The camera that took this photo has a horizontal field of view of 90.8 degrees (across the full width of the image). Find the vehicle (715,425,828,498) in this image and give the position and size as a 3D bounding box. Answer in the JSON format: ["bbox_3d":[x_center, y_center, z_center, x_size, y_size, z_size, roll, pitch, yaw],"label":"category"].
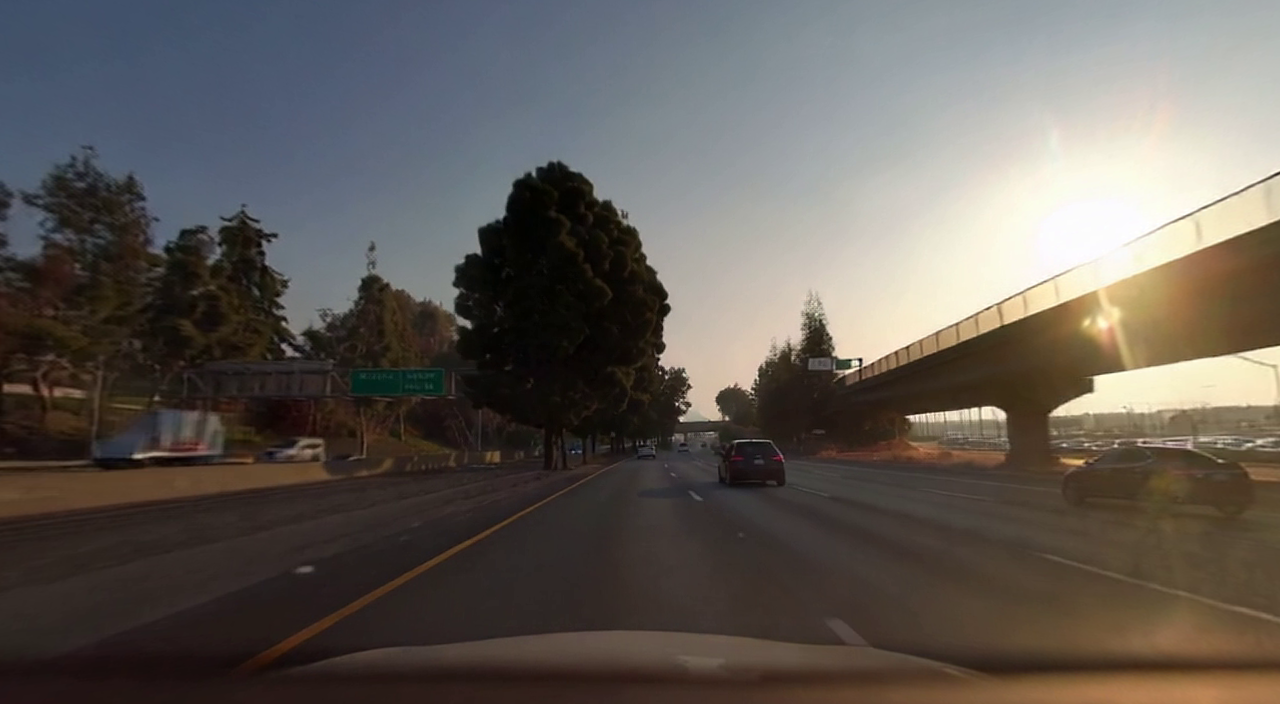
[{"bbox_3d":[3.585,3.113,18.303,2.226,1.779,4.835,0,-9,0],"label":"vehicle"}]

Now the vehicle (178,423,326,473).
[{"bbox_3d":[-29.583,7.512,49.428,2.895,3.316,13.545,-1,-9,1],"label":"vehicle"}]

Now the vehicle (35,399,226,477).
[{"bbox_3d":[-29.779,5.229,37.859,3.065,4.038,9.768,-1,-9,1],"label":"vehicle"}]

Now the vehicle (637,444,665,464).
[{"bbox_3d":[0.893,7.831,48.750,2.046,1.475,3.784,-1,-9,2],"label":"vehicle"}]

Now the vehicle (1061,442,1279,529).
[{"bbox_3d":[11.065,2.597,12.923,1.827,1.448,4.370,0,-9,-1],"label":"vehicle"}]
